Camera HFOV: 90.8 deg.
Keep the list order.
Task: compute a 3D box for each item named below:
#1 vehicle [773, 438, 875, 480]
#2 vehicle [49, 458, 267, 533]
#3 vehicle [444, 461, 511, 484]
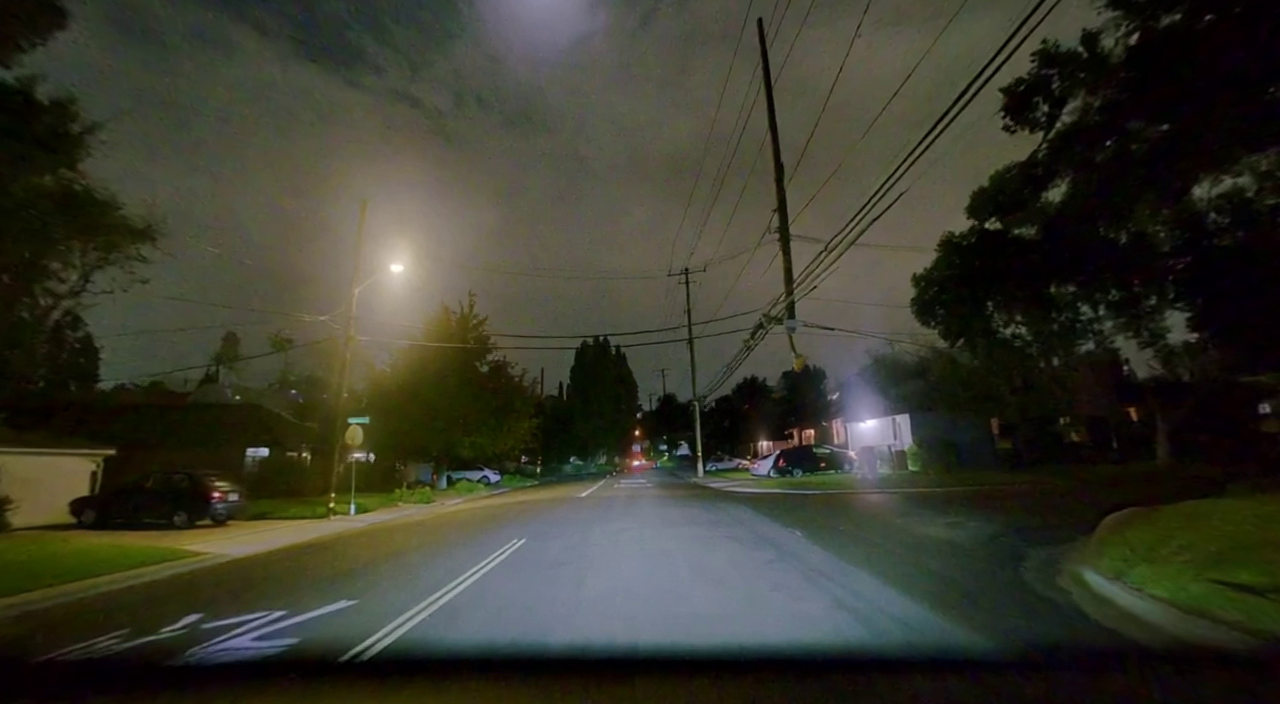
[{"bbox_3d":[9.292,5.422,32.153,4.557,2.012,1.917,0,-8,-3],"label":"vehicle"},{"bbox_3d":[-12.917,3.833,17.163,4.245,1.821,1.918,0,-8,-1],"label":"vehicle"},{"bbox_3d":[-11.801,8.816,46.034,4.243,1.598,2.003,0,-11,2],"label":"vehicle"}]
